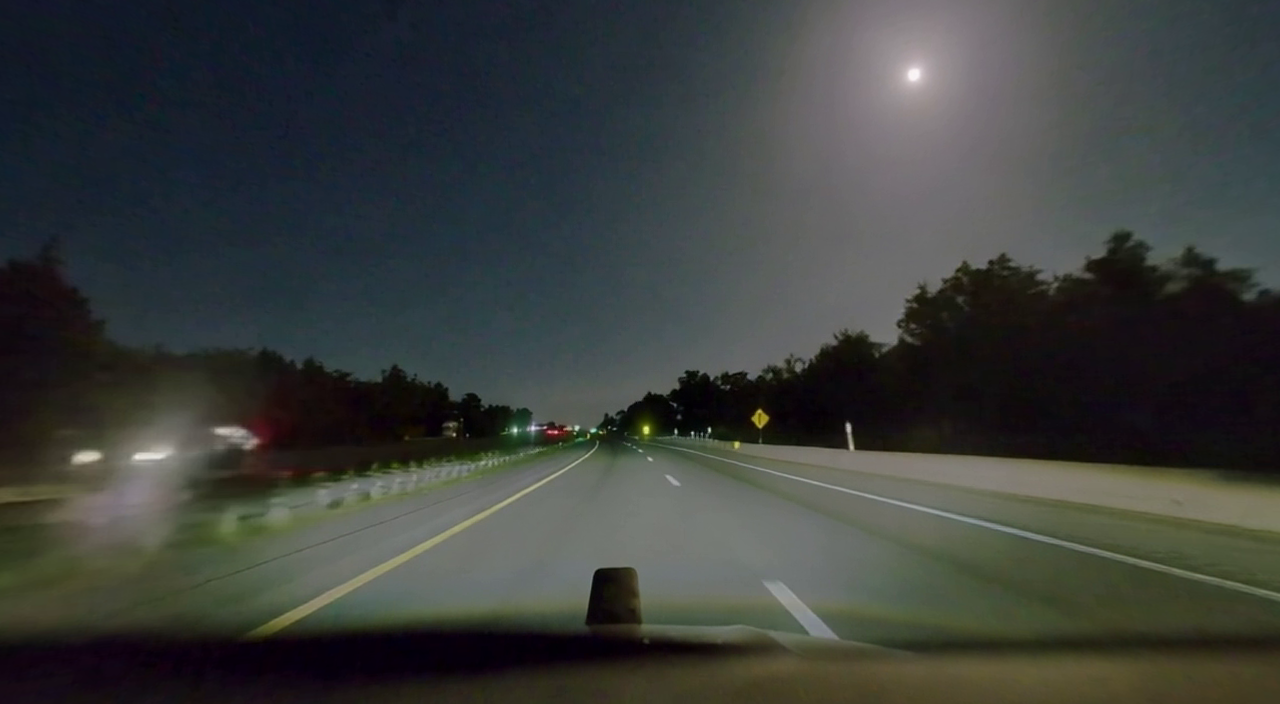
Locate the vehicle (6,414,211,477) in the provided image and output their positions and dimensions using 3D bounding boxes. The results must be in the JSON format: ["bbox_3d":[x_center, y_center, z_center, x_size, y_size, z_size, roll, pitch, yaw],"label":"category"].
[{"bbox_3d":[-14.078,2.507,17.140,1.817,1.489,4.370,0,-8,-1],"label":"vehicle"}]
